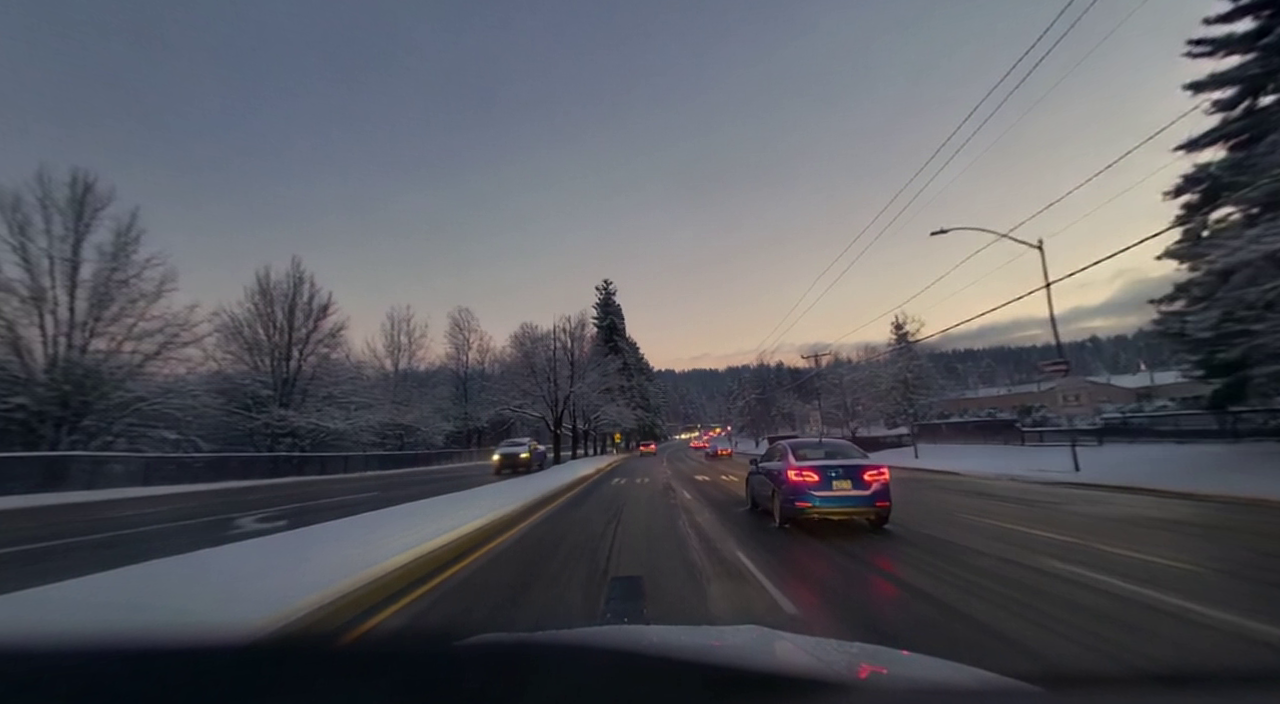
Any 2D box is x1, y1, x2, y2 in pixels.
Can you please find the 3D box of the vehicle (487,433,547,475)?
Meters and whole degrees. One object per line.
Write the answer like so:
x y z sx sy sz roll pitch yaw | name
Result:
-5.901 4.935 30.702 1.983 1.882 4.281 0 -8 1 | vehicle

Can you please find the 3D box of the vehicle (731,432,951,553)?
2.802 2.045 9.970 2.063 1.481 4.247 0 -8 0 | vehicle
